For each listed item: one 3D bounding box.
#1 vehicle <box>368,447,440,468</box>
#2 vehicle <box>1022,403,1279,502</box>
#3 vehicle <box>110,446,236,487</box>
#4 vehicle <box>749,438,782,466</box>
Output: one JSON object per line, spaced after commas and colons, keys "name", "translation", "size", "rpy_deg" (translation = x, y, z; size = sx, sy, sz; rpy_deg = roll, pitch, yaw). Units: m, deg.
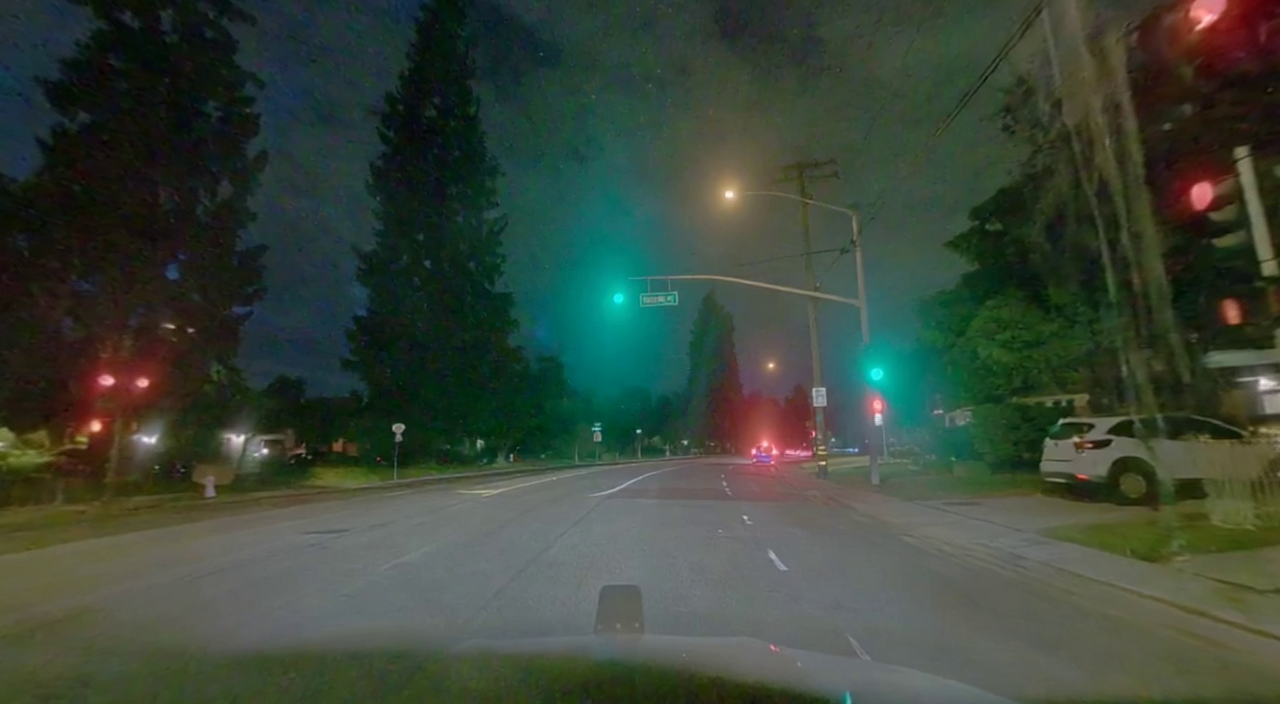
{"name": "vehicle", "translation": [-17.503, 7.837, 46.979], "size": [4.658, 1.482, 1.879], "rpy_deg": [-2, -9, 12]}
{"name": "vehicle", "translation": [10.491, 1.939, 12.263], "size": [4.833, 1.742, 1.946], "rpy_deg": [0, -8, 1]}
{"name": "vehicle", "translation": [-19.824, 4.837, 26.897], "size": [4.028, 1.610, 1.881], "rpy_deg": [-1, -9, 8]}
{"name": "vehicle", "translation": [8.361, 6.607, 41.833], "size": [1.989, 1.782, 4.351], "rpy_deg": [-2, -9, 13]}
